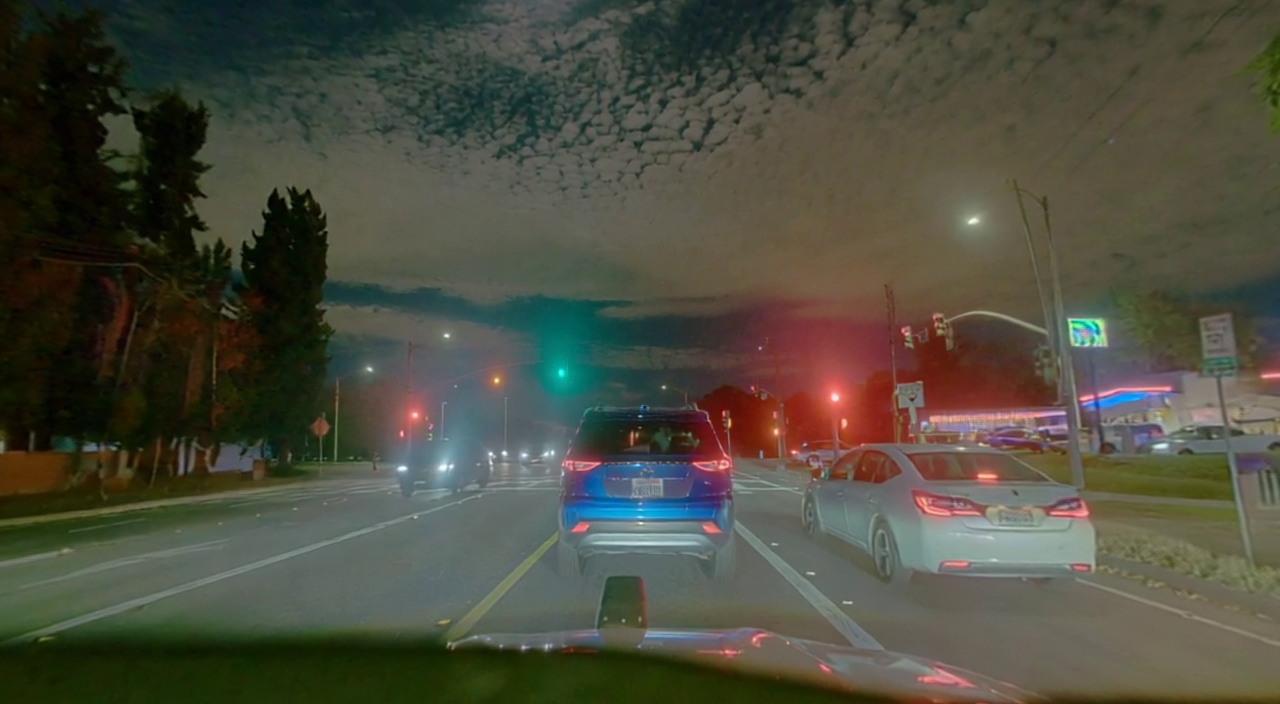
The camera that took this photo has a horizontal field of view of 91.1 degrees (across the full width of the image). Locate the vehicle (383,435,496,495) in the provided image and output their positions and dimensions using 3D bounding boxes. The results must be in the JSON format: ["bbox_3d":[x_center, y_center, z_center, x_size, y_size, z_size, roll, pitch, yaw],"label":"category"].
[{"bbox_3d":[-6.416,3.676,20.792,2.153,1.728,4.753,0,-8,0],"label":"vehicle"}]

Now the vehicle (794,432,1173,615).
[{"bbox_3d":[3.378,1.738,7.421,1.900,1.478,4.425,0,-8,-1],"label":"vehicle"}]

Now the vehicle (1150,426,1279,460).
[{"bbox_3d":[25.950,4.082,28.175,4.420,1.469,1.807,0,-8,1],"label":"vehicle"}]

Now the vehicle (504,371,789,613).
[{"bbox_3d":[0.002,1.430,7.250,2.296,1.947,4.168,0,-8,-2],"label":"vehicle"}]
